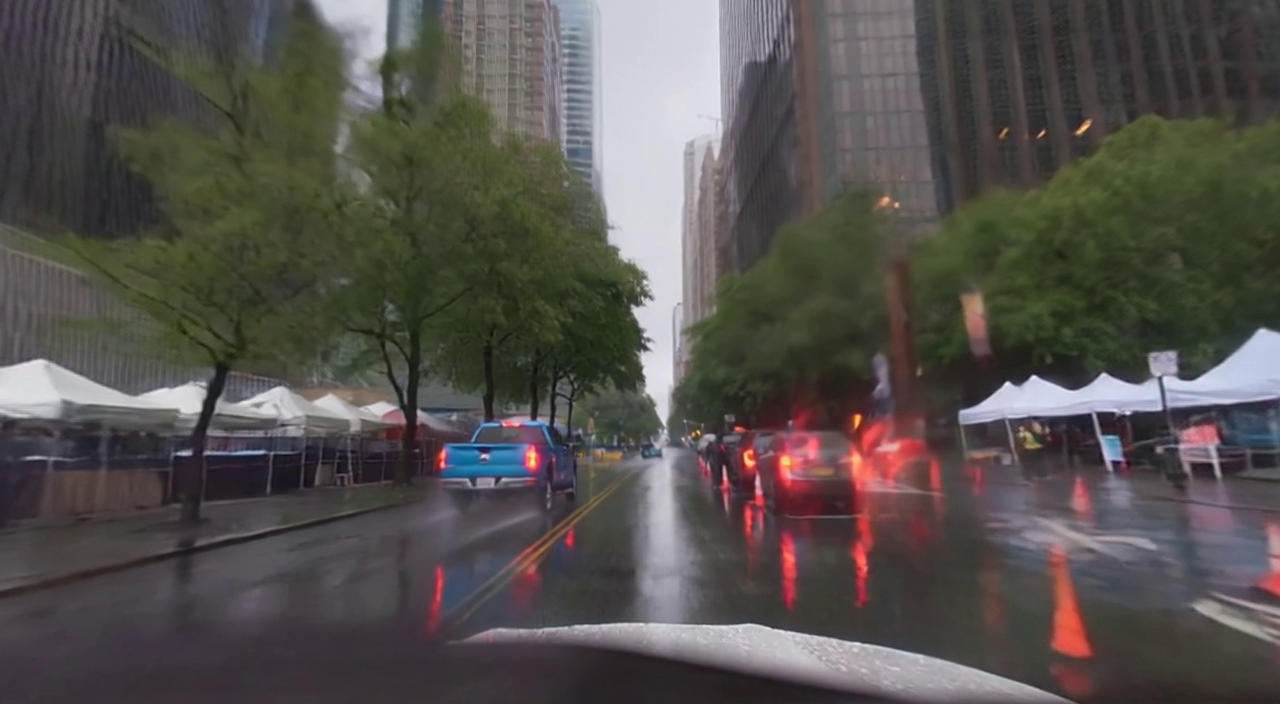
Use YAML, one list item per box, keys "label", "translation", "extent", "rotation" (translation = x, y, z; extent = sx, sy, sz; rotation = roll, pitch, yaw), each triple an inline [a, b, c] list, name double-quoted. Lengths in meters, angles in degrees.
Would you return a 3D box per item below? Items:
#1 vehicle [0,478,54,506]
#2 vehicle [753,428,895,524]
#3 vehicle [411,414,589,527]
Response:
- label: "vehicle"
  translation: [-46.109, 10.242, 46.151]
  extent: [1.970, 1.764, 4.948]
  rotation: [0, -9, -7]
- label: "vehicle"
  translation: [3.508, 2.438, 12.903]
  extent: [2.023, 1.607, 4.225]
  rotation: [-2, -9, 6]
- label: "vehicle"
  translation: [-2.716, 2.530, 14.051]
  extent: [2.452, 1.954, 5.653]
  rotation: [-1, -9, 2]
